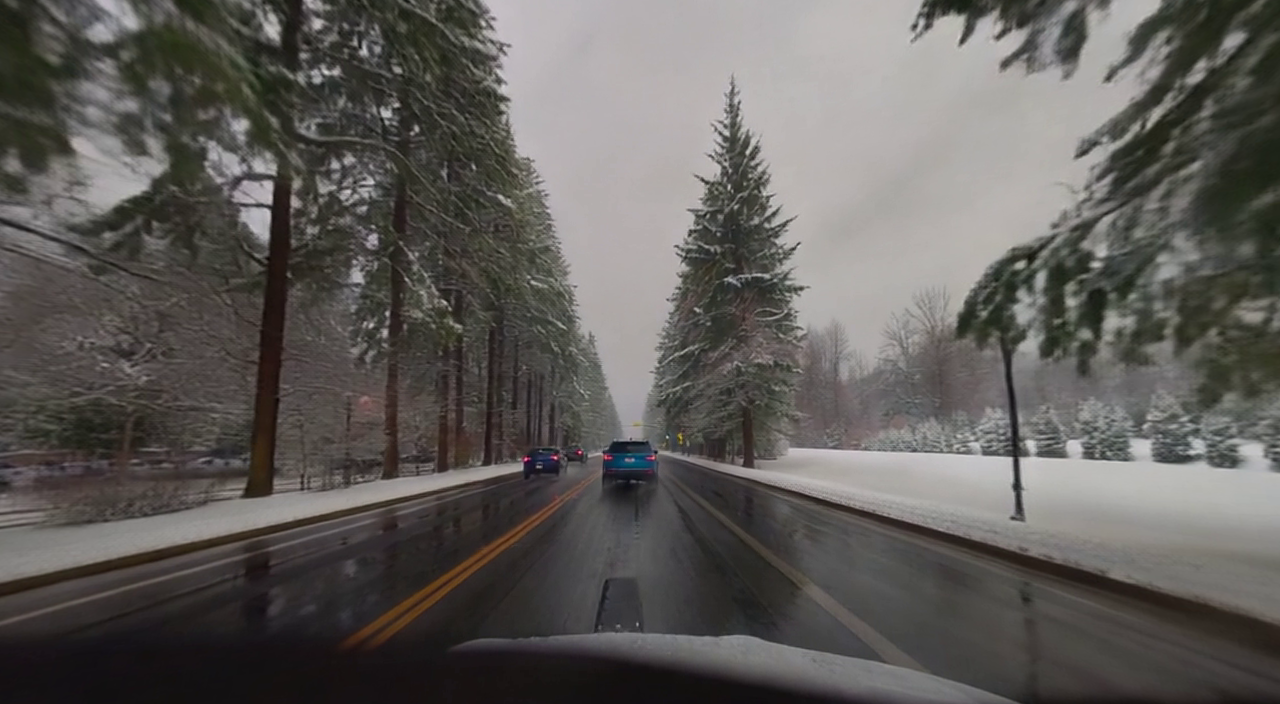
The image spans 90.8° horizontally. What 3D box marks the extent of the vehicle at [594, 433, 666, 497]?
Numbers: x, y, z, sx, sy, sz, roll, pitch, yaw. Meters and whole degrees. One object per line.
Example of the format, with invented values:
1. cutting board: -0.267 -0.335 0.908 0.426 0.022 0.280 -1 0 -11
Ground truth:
1. vehicle: -0.295 3.480 19.842 2.018 1.769 3.897 0 -8 0

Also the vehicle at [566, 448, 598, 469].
1. vehicle: -4.240 7.890 47.047 1.959 1.485 4.452 0 -8 0

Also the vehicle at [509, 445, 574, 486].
1. vehicle: -3.974 4.618 26.104 1.936 1.538 4.016 0 -8 1
